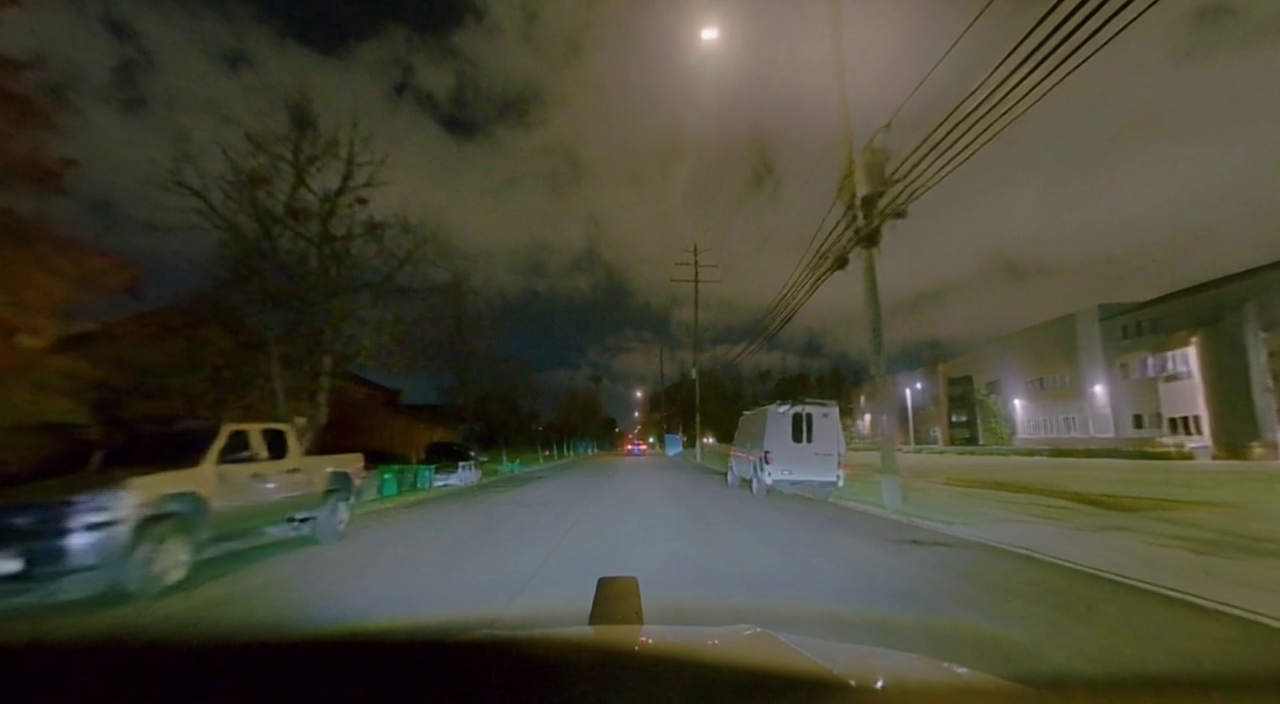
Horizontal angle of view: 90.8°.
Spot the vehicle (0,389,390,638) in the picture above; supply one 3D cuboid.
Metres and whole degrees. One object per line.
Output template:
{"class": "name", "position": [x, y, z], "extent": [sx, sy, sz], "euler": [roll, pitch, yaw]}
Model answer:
{"class": "vehicle", "position": [-5.804, 1.811, 8.604], "extent": [2.284, 2.119, 5.984], "euler": [-4, -7, 1]}

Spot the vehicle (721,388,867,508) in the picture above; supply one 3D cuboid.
{"class": "vehicle", "position": [3.983, 2.700, 17.804], "extent": [2.384, 2.791, 5.899], "euler": [1, -9, -2]}

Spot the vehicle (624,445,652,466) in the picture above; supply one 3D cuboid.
{"class": "vehicle", "position": [-0.185, 8.066, 49.404], "extent": [2.062, 1.509, 4.305], "euler": [0, -8, -1]}
